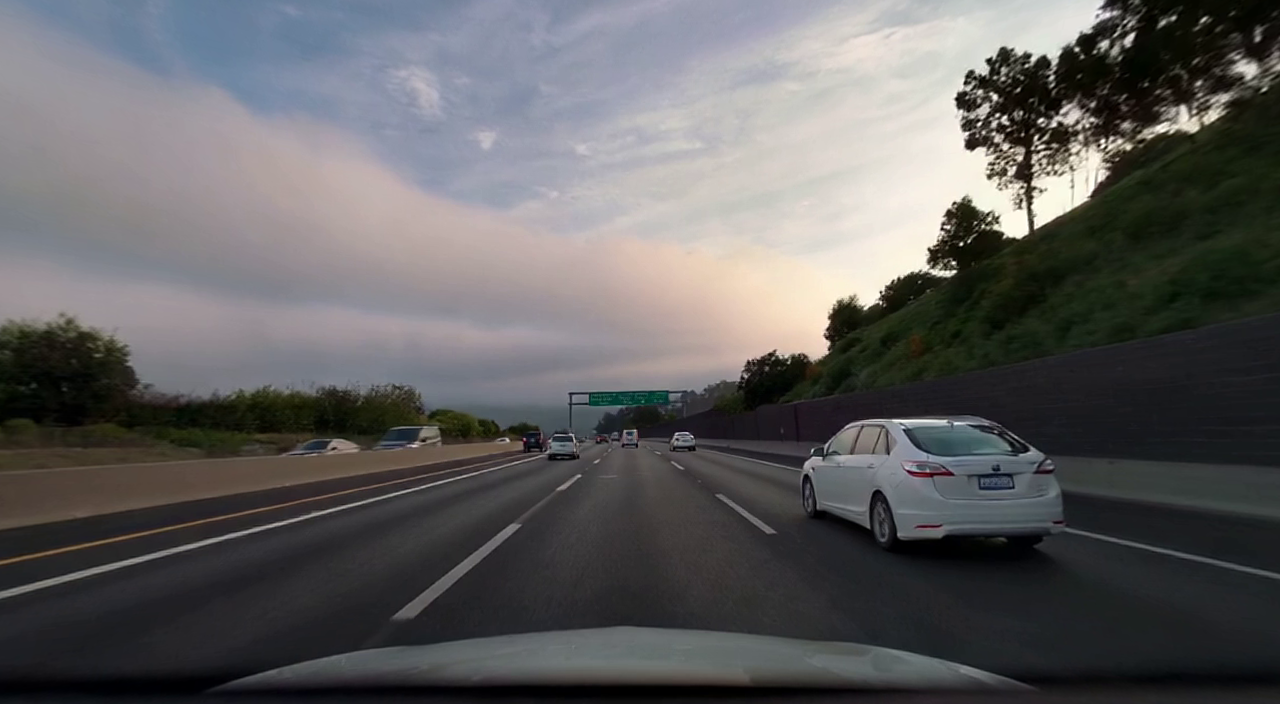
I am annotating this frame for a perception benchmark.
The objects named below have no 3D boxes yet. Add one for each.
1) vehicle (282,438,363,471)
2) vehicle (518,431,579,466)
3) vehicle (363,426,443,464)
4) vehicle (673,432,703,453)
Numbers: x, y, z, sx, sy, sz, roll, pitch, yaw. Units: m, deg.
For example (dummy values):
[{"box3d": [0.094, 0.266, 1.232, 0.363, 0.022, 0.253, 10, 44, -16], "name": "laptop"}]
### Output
[{"box3d": [-14.840, 4.766, 29.728, 1.842, 1.427, 3.837, 0, -8, -1], "name": "vehicle"}, {"box3d": [-4.100, 4.397, 29.014, 2.204, 1.486, 4.121, 0, -8, 0], "name": "vehicle"}, {"box3d": [-11.664, 4.598, 31.392, 2.084, 1.737, 4.812, 0, -8, 0], "name": "vehicle"}, {"box3d": [3.502, 6.663, 46.590, 1.806, 1.469, 3.681, 0, -8, -2], "name": "vehicle"}]
